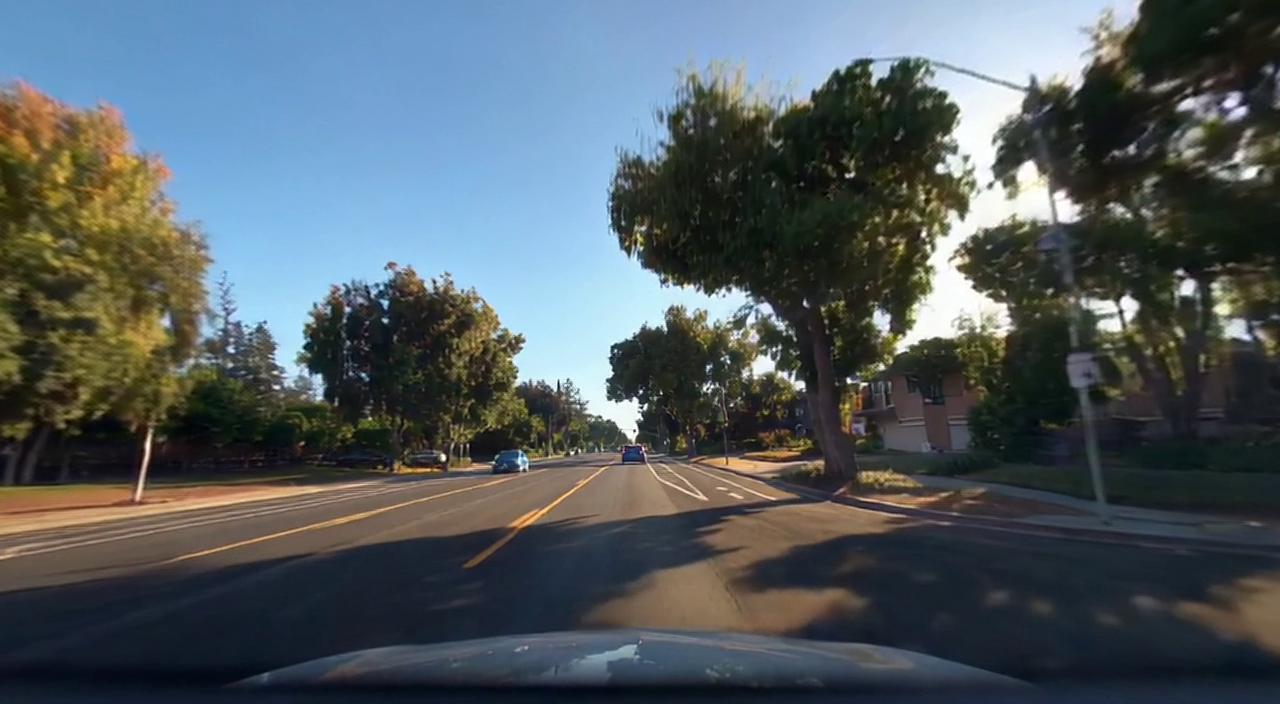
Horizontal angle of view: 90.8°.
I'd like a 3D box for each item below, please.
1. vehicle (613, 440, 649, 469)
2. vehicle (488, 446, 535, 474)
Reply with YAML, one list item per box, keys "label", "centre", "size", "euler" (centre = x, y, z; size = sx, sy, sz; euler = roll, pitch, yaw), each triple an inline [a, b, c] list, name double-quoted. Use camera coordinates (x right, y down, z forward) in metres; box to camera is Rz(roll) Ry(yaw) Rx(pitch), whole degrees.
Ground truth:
- label: "vehicle"
  centre: [-0.630, 6.826, 42.260]
  size: [2.230, 1.827, 4.298]
  euler: [0, -9, -2]
- label: "vehicle"
  centre: [-7.560, 6.371, 37.513]
  size: [1.967, 1.571, 3.853]
  euler: [0, -9, 0]
